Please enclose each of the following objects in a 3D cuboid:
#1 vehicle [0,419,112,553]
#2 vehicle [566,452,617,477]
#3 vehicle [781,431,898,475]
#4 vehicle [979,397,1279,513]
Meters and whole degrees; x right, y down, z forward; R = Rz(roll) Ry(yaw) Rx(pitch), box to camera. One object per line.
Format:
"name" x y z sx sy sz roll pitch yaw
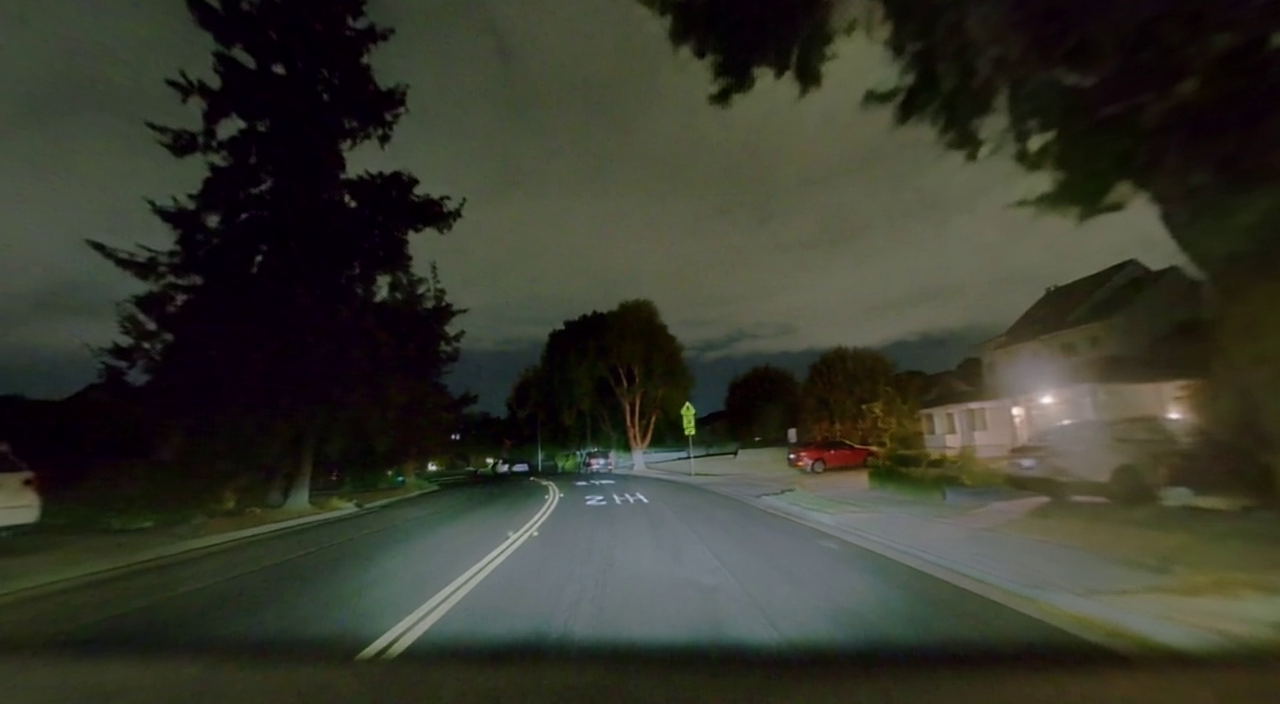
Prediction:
"vehicle" -10.160 1.871 8.616 2.073 1.899 4.869 0 -8 -7
"vehicle" -3.375 7.511 42.545 2.181 1.494 5.023 2 -9 -19
"vehicle" 8.357 4.237 26.547 4.284 1.522 1.893 -1 -8 -18
"vehicle" 9.364 1.783 11.383 5.751 1.733 2.138 2 -9 -16
